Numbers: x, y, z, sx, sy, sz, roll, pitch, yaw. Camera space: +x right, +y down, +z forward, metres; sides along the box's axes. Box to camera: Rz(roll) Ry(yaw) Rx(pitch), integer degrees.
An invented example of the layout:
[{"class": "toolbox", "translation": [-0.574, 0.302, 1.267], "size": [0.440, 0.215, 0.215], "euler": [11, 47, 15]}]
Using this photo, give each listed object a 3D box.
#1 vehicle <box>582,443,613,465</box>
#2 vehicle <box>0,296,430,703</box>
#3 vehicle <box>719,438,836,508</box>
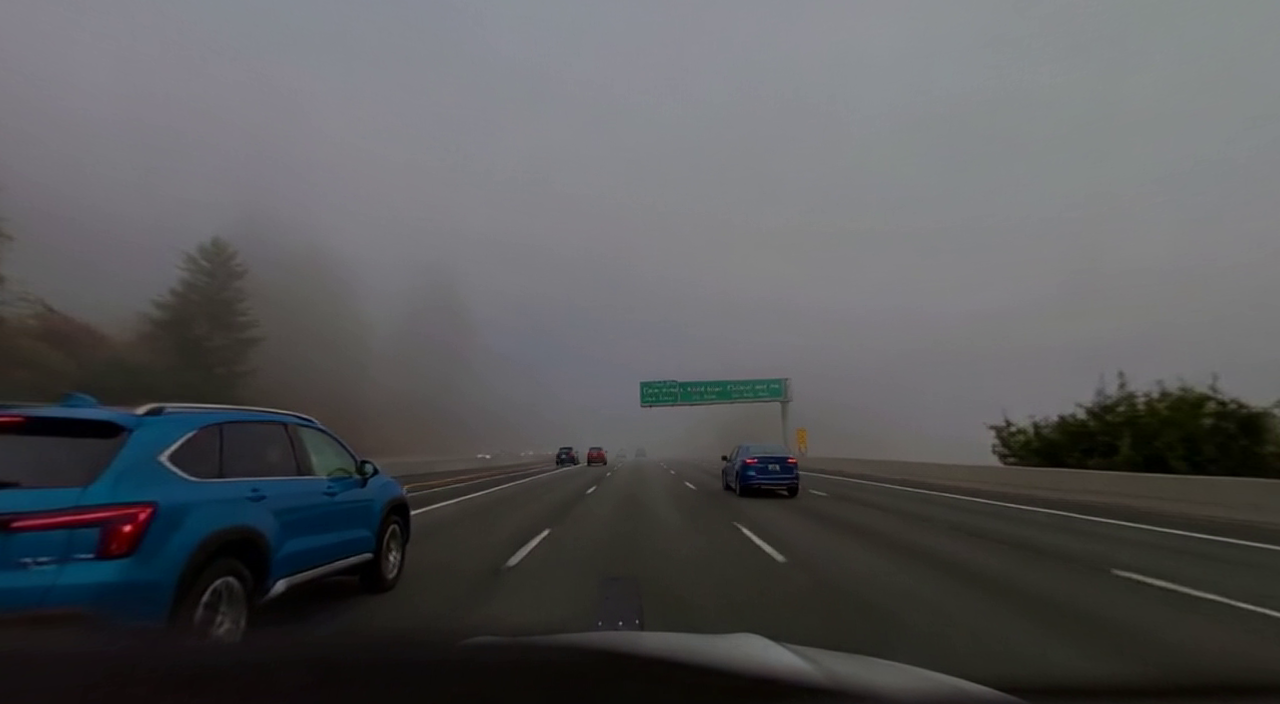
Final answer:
[{"class": "vehicle", "translation": [-3.160, 7.748, 47.789], "size": [2.030, 1.563, 4.389], "euler": [0, -9, 0]}, {"class": "vehicle", "translation": [-3.156, 0.974, 3.894], "size": [2.137, 1.756, 4.453], "euler": [0, -8, 0]}, {"class": "vehicle", "translation": [3.255, 2.959, 15.860], "size": [1.979, 1.486, 4.125], "euler": [0, -9, -1]}]
